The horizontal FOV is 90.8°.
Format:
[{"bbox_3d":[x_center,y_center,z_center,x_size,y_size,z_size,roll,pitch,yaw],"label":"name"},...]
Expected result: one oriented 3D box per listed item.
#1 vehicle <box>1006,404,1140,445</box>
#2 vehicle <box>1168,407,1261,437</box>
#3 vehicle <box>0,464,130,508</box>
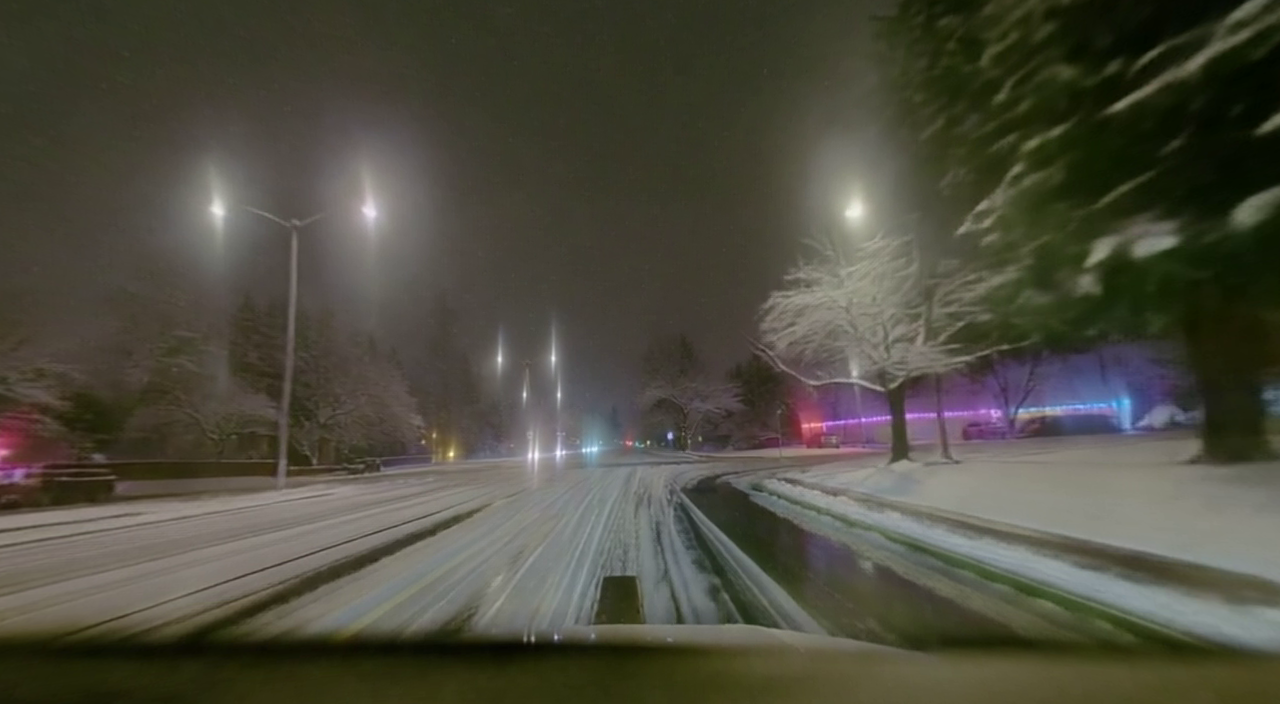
[{"bbox_3d":[22.256,3.734,32.644,5.135,1.964,2.402,0,-7,0],"label":"vehicle"},{"bbox_3d":[39.693,4.837,43.694,4.307,1.649,2.142,-4,-9,-4],"label":"vehicle"},{"bbox_3d":[-26.506,6.108,29.169,1.931,1.673,4.623,-1,-8,2],"label":"vehicle"}]
